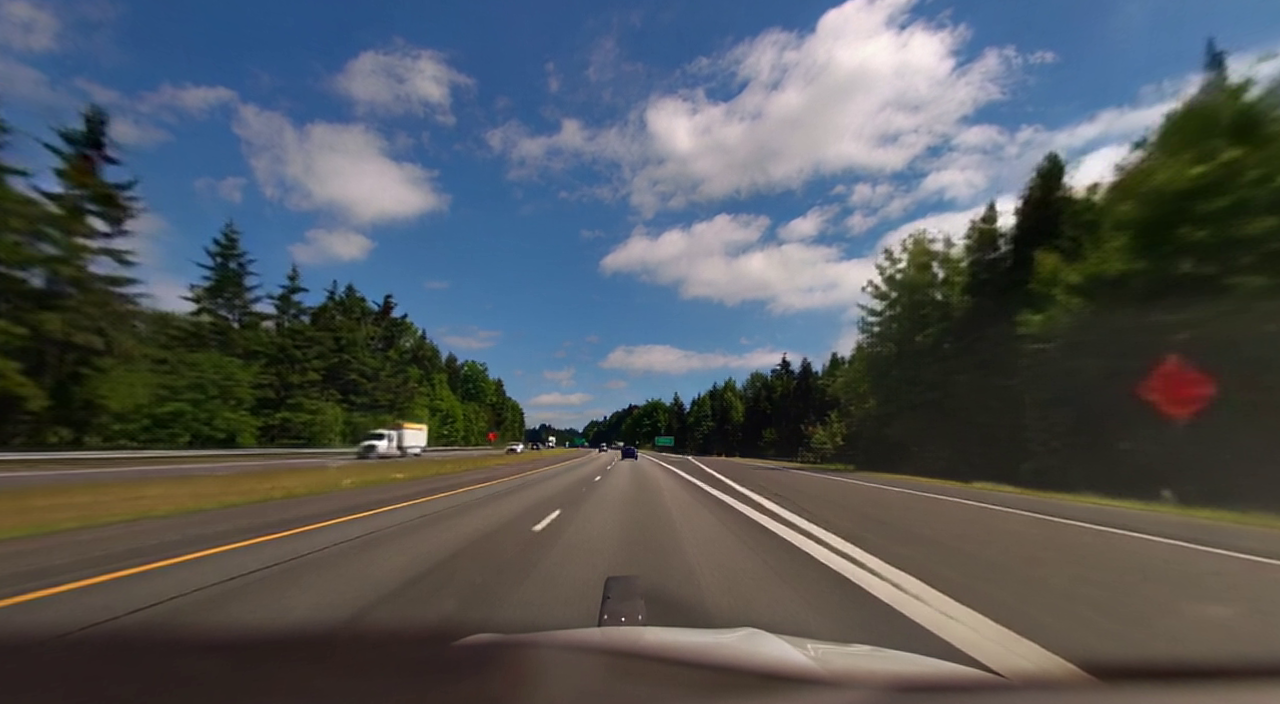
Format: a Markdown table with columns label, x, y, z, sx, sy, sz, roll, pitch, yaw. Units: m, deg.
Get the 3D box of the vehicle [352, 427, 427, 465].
| label | x | y | z | sx | sy | sz | roll | pitch | yaw |
| --- | --- | --- | --- | --- | --- | --- | --- | --- | --- |
| vehicle | -17.190 | 6.538 | 43.755 | 2.404 | 2.444 | 7.112 | 0 | -9 | -1 |
